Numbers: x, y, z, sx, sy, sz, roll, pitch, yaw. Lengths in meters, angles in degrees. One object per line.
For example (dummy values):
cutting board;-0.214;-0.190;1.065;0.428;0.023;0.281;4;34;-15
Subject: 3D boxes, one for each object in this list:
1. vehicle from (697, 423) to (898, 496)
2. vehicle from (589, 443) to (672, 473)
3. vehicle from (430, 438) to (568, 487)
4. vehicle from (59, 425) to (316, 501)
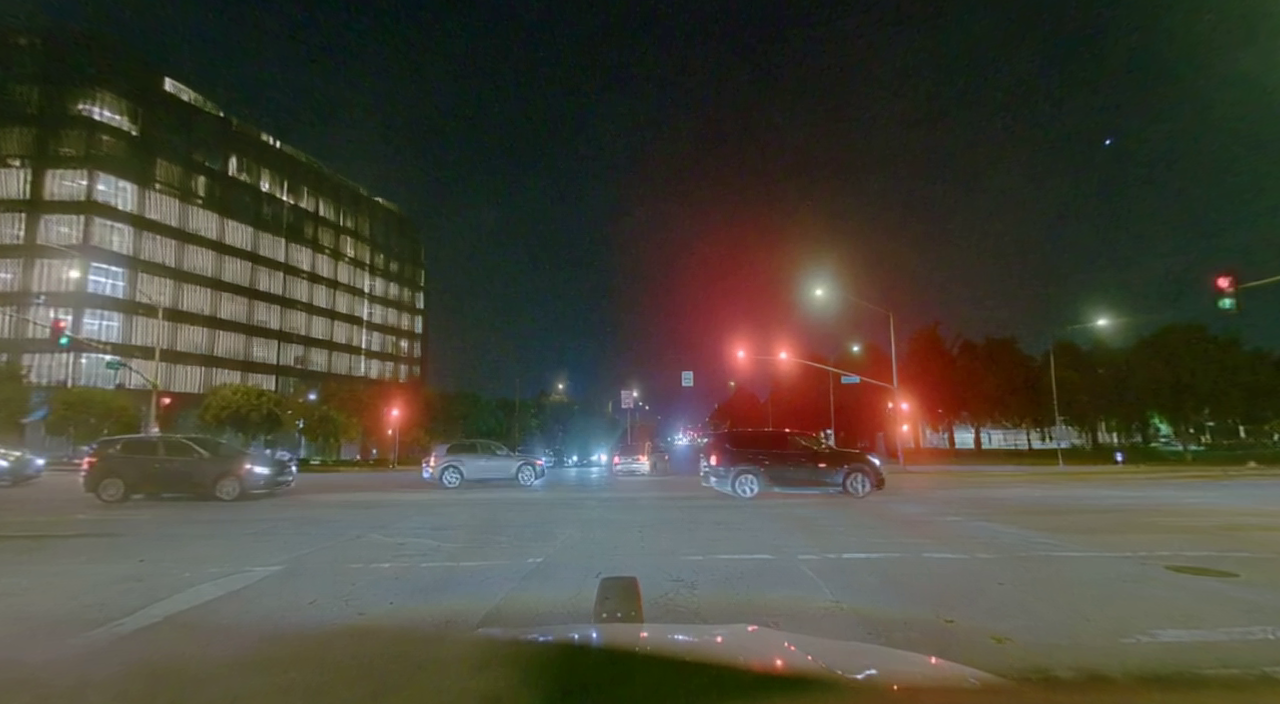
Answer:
vehicle;4.467;3.105;18.546;5.101;1.940;2.468;1;-8;-7
vehicle;-0.421;5.714;34.414;1.976;1.505;5.084;-6;-10;33
vehicle;-4.966;3.834;22.285;4.397;1.569;1.955;3;-9;-23
vehicle;-11.544;2.857;16.497;4.923;1.800;2.153;0;-8;-5
